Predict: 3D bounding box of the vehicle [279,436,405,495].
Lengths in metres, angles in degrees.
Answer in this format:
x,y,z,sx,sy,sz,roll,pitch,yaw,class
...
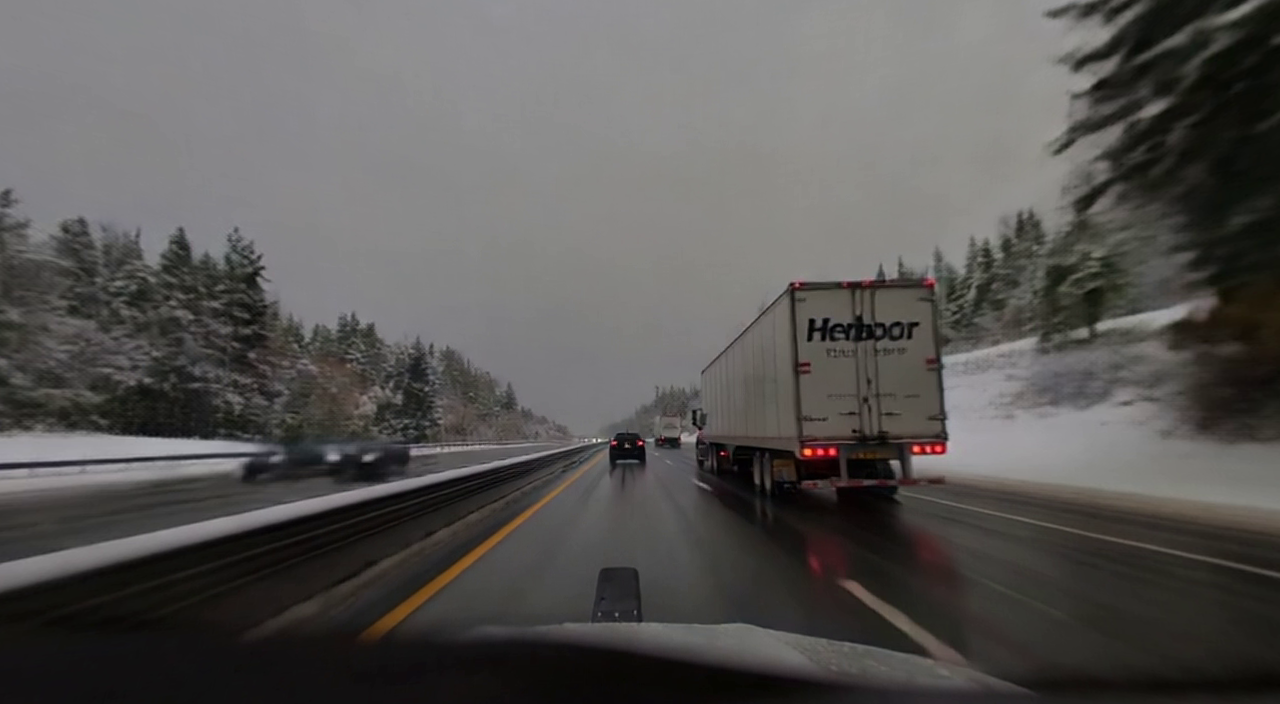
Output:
x,y,z,sx,sy,sz,roll,pitch,yaw,class
-9.377,3.538,20.276,1.997,1.660,4.315,0,-8,-1,vehicle

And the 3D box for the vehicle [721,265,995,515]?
x,y,z,sx,sy,sz,roll,pitch,yaw,class
4.099,1.204,15.061,2.853,4.038,9.831,0,-8,-1,vehicle

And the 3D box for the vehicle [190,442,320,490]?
x,y,z,sx,sy,sz,roll,pitch,yaw,class
-13.531,3.987,22.524,1.830,1.478,4.507,0,-8,-1,vehicle

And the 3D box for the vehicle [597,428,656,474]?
x,y,z,sx,sy,sz,roll,pitch,yaw,class
-0.511,3.747,24.150,2.095,1.557,3.963,0,-8,-1,vehicle
